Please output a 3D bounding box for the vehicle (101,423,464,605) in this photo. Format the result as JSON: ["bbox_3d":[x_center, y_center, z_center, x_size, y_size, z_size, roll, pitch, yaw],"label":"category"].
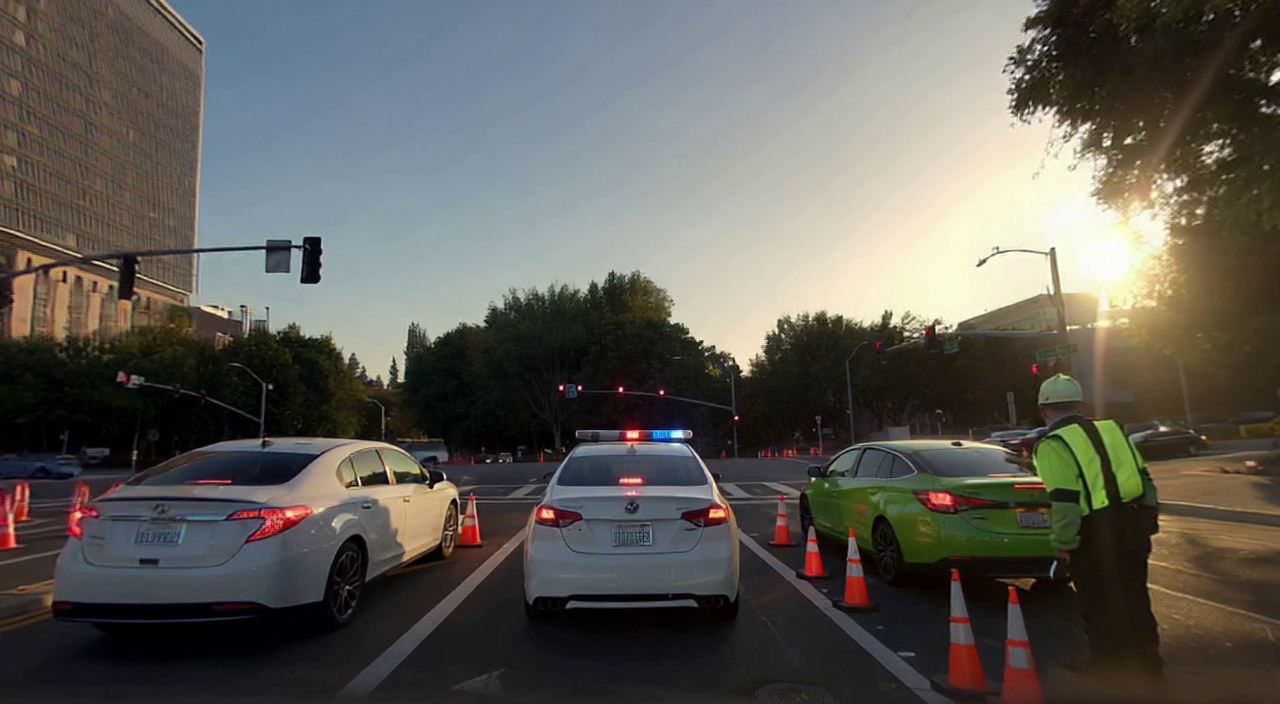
[{"bbox_3d":[-3.600,1.676,7.400,1.863,1.526,4.006,0,-8,1],"label":"vehicle"}]

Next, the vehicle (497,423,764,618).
[{"bbox_3d":[-0.116,1.627,7.096,2.061,1.486,4.332,0,-8,-1],"label":"vehicle"}]

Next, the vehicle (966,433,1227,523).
[{"bbox_3d":[9.368,2.590,13.589,1.957,1.576,4.670,0,-9,-3],"label":"vehicle"}]
